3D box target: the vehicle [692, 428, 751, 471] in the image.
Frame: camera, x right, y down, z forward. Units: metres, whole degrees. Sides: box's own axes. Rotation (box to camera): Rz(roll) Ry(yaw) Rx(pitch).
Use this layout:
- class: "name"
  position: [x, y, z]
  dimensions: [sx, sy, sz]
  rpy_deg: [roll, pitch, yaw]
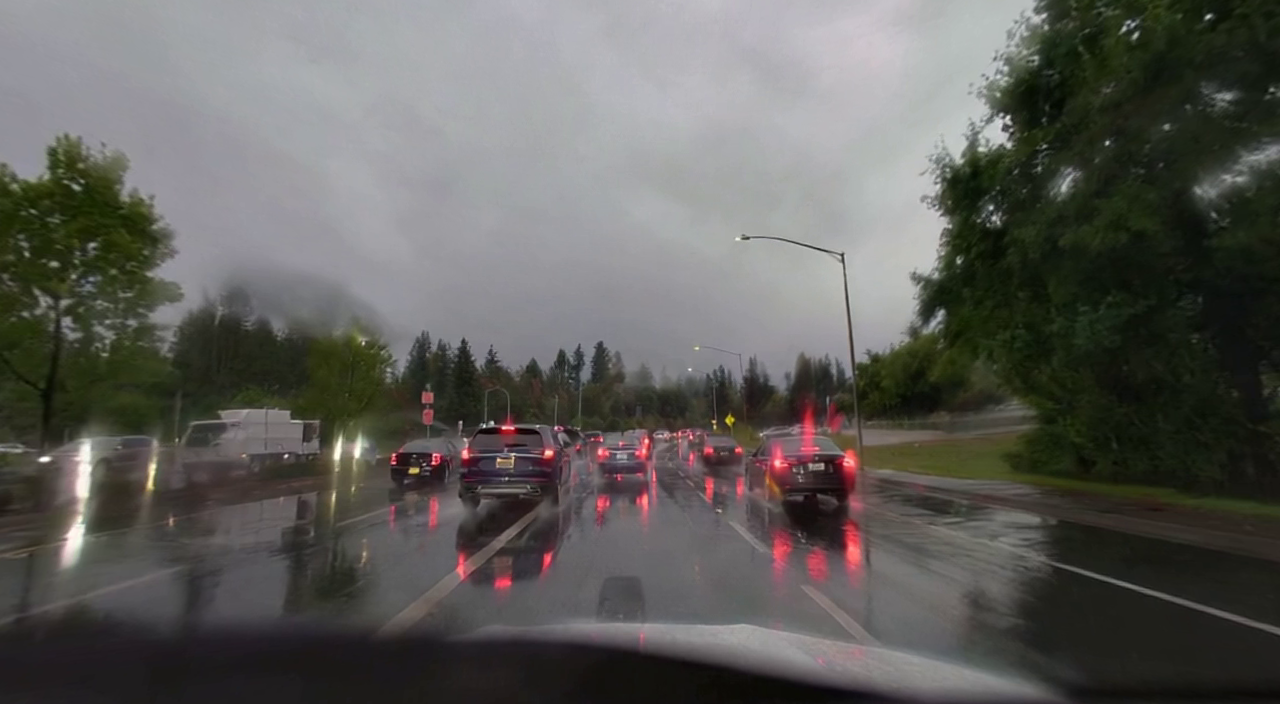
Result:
- class: "vehicle"
  position: [3.699, 4.510, 29.368]
  dimensions: [2.099, 1.845, 4.363]
  rpy_deg: [0, -8, -1]

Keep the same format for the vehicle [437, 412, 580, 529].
- class: "vehicle"
  position: [-2.333, 2.175, 12.248]
  dimensions: [2.111, 1.745, 5.274]
  rpy_deg: [1, -8, -8]

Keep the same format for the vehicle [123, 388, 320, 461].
- class: "vehicle"
  position: [-27.950, 5.248, 43.845]
  dimensions: [3.181, 4.189, 14.107]
  rpy_deg: [-1, -8, 4]

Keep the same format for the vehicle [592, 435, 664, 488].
- class: "vehicle"
  position: [-0.344, 3.410, 20.062]
  dimensions: [2.030, 1.477, 4.330]
  rpy_deg: [0, -8, 0]

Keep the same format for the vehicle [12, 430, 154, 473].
- class: "vehicle"
  position: [-23.677, 4.259, 27.140]
  dimensions: [2.005, 1.683, 4.409]
  rpy_deg: [0, -8, 1]

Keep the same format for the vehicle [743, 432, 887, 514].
- class: "vehicle"
  position: [3.526, 2.504, 13.615]
  dimensions: [1.884, 1.463, 4.195]
  rpy_deg: [0, -8, 0]
